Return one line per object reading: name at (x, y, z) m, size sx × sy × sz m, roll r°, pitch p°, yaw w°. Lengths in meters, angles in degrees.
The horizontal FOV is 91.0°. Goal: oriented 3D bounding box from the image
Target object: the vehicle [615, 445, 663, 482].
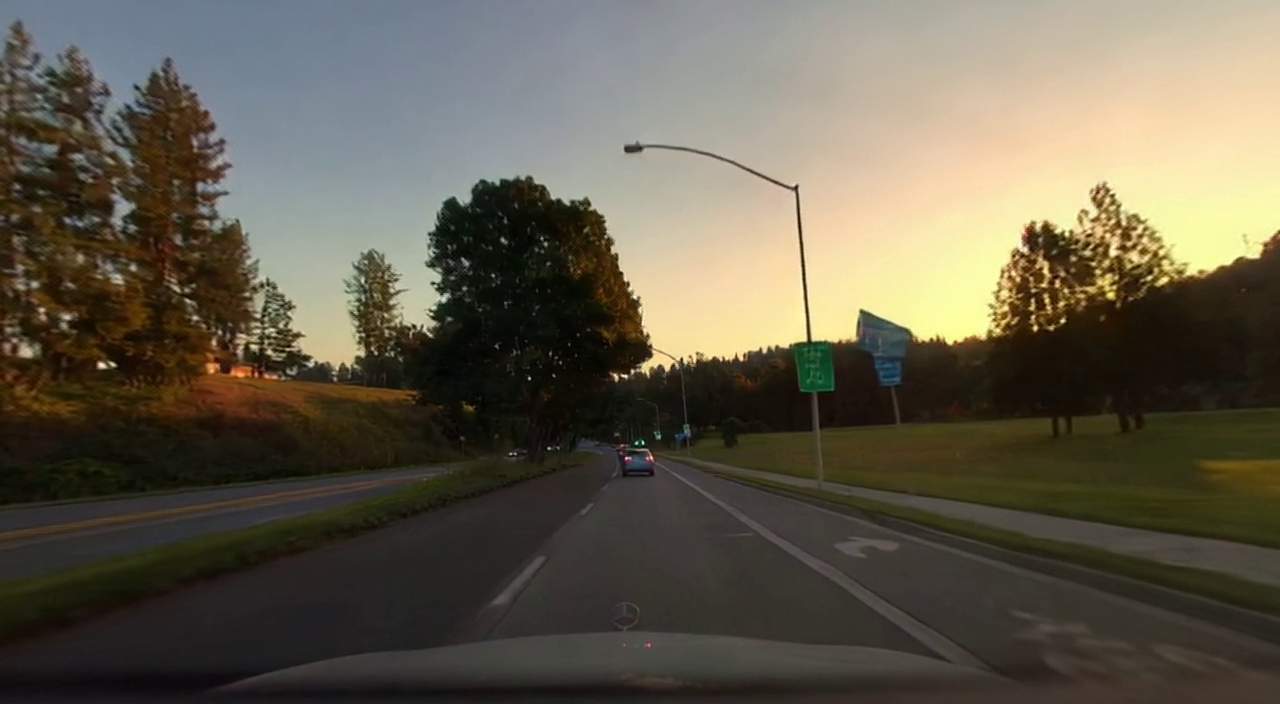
vehicle at (-0.056, 4.812, 27.345) m, size 1.954 × 1.469 × 3.465 m, roll 0°, pitch -9°, yaw -1°
